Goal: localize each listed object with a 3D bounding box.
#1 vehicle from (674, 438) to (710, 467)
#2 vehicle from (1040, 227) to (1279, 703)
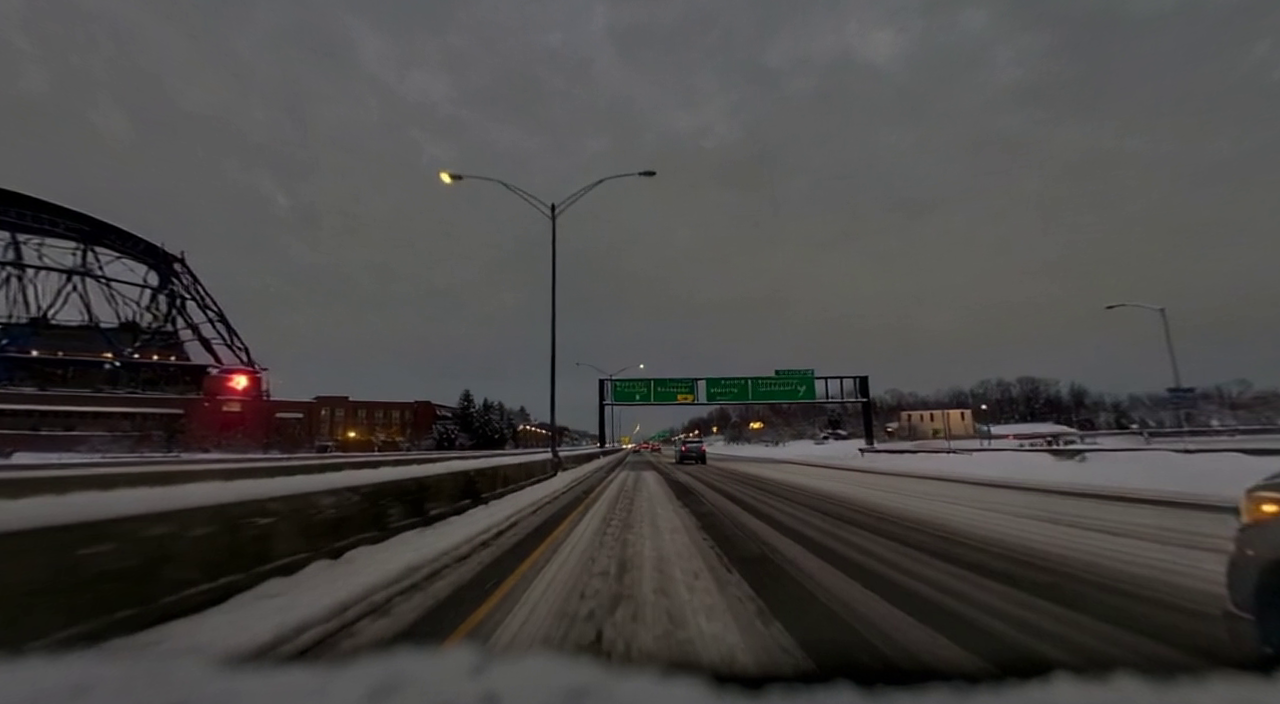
[{"bbox_3d":[3.274,6.432,40.523,1.973,1.774,4.092,0,-9,0],"label":"vehicle"},{"bbox_3d":[3.085,0.406,0.516,2.199,2.002,4.970,0,-9,0],"label":"vehicle"}]
